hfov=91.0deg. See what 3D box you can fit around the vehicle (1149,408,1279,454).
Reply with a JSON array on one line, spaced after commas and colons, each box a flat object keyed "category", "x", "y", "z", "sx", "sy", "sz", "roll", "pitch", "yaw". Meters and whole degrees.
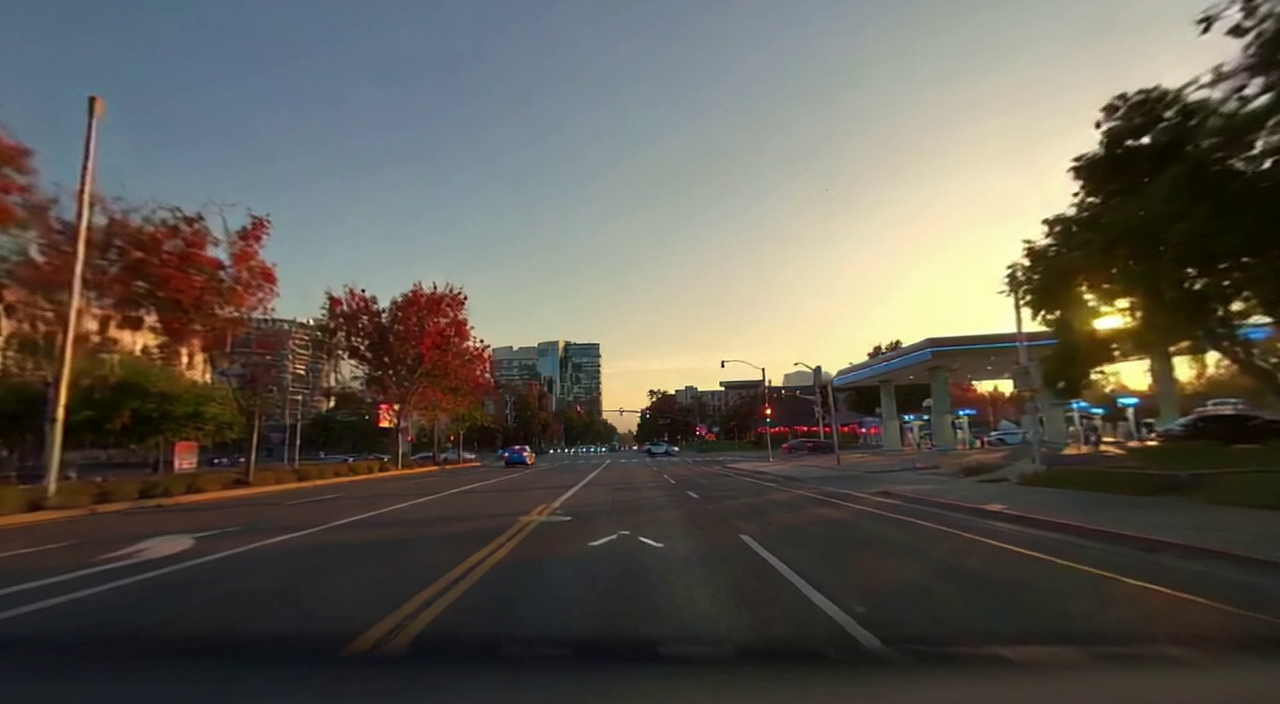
[{"category": "vehicle", "x": 22.841, "y": 3.069, "z": 24.530, "sx": 4.230, "sy": 1.590, "sz": 1.877, "roll": -2, "pitch": -8, "yaw": 0}]
